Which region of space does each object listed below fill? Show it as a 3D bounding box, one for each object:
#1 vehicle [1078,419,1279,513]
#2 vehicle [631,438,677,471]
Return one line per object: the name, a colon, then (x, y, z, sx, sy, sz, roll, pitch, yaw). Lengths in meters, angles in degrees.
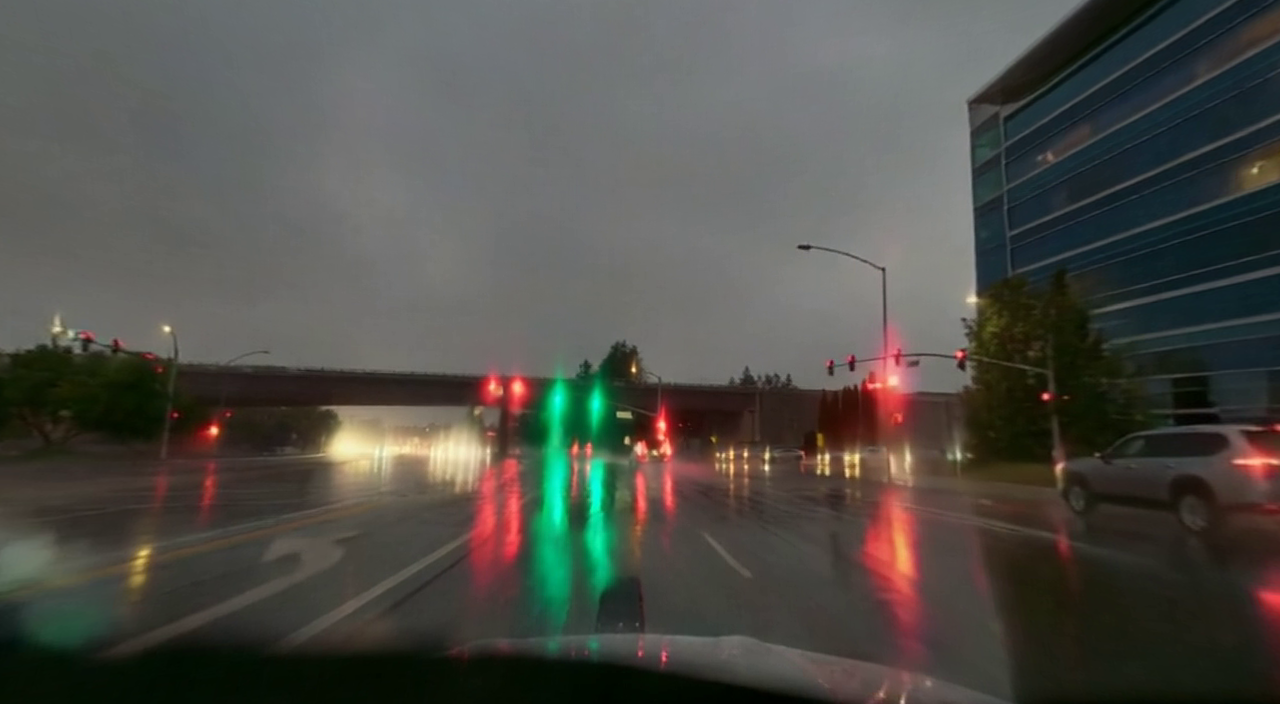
vehicle: (12.314, 2.456, 14.081, 2.130, 1.741, 4.665, -1, -8, 6)
vehicle: (0.710, 5.814, 36.056, 2.024, 1.724, 3.928, 1, -8, -8)
